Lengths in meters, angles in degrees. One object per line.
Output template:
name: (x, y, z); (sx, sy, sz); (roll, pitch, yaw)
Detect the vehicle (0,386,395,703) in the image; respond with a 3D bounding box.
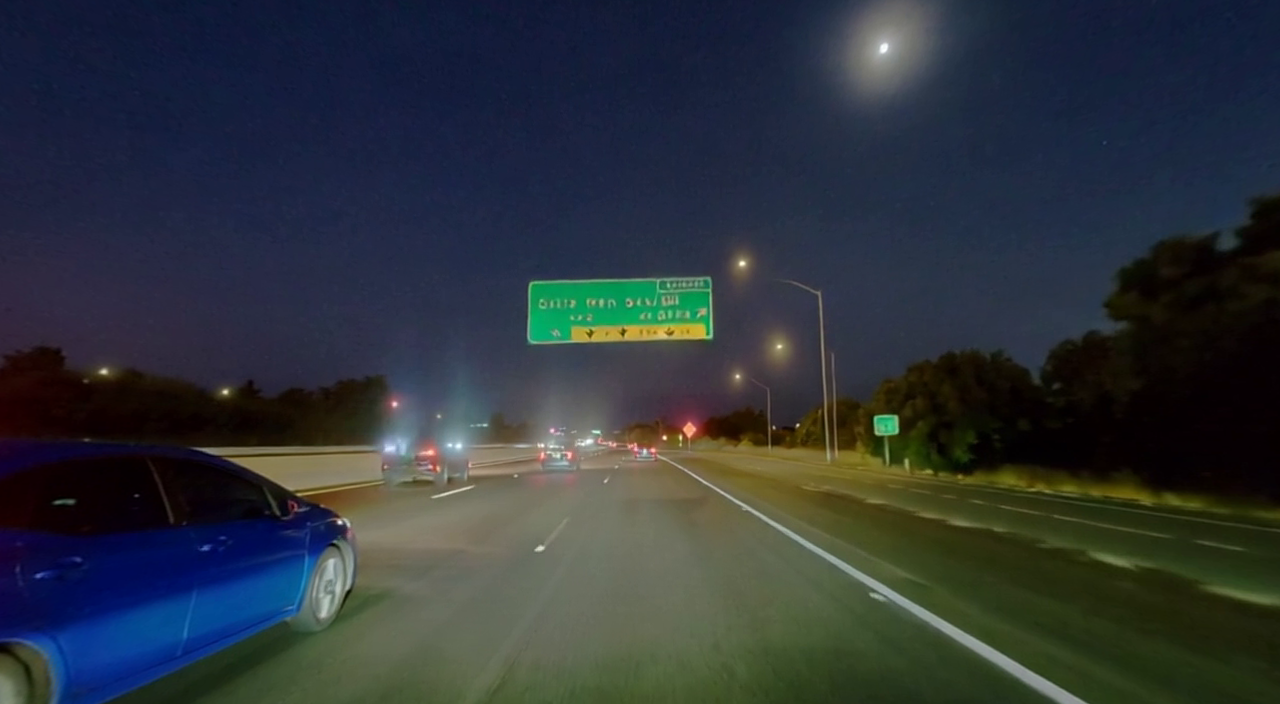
vehicle: (-3.424, 1.115, 3.893); (2.025, 1.506, 4.429); (0, -8, 0)

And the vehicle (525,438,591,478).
vehicle: (-3.288, 4.335, 26.204); (2.068, 1.501, 4.395); (0, -8, 1)

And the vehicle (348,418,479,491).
vehicle: (-6.907, 3.216, 20.051); (2.171, 1.982, 5.246); (0, -8, 0)

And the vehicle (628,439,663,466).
vehicle: (0.297, 6.117, 38.574); (2.018, 1.508, 4.087); (0, -8, -1)
